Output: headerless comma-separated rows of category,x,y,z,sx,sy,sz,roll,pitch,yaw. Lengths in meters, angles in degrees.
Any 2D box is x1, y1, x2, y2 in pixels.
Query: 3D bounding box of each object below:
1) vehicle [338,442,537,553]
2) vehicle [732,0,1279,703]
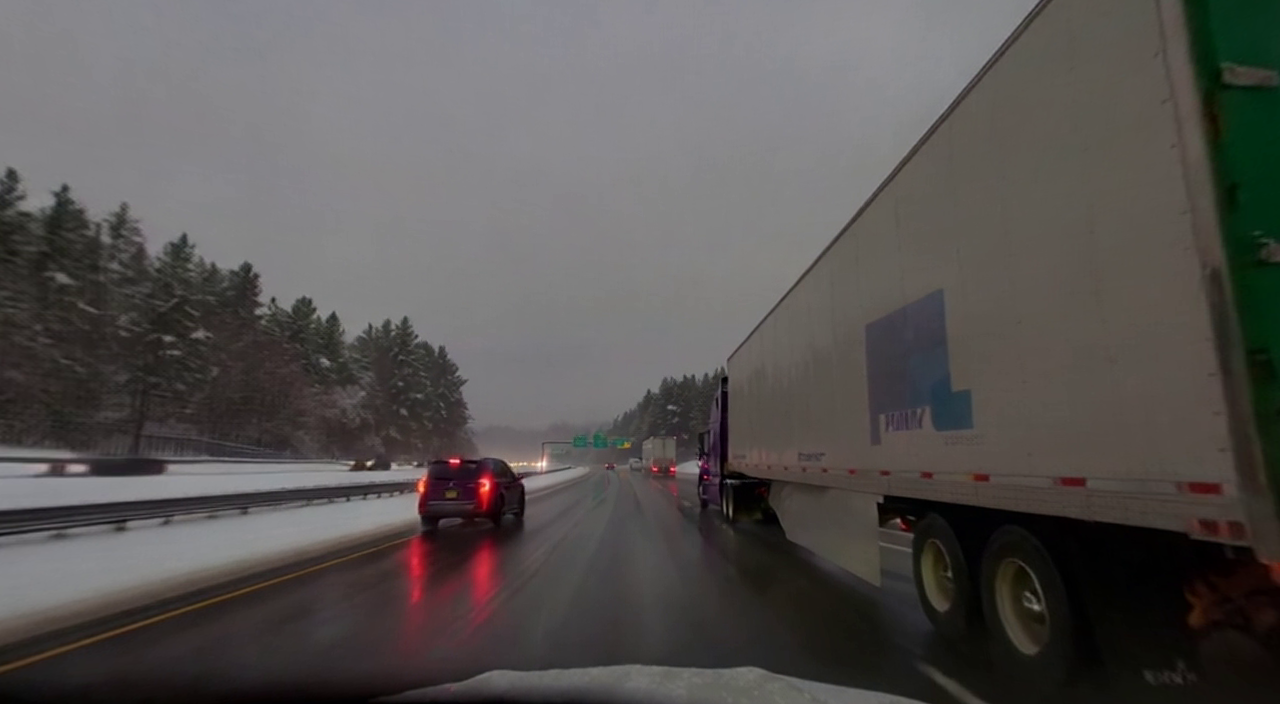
vehicle,-3.422,2.613,11.873,2.010,1.580,4.949,1,-10,1
vehicle,3.744,0.867,8.508,2.856,4.040,14.009,1,-10,0
